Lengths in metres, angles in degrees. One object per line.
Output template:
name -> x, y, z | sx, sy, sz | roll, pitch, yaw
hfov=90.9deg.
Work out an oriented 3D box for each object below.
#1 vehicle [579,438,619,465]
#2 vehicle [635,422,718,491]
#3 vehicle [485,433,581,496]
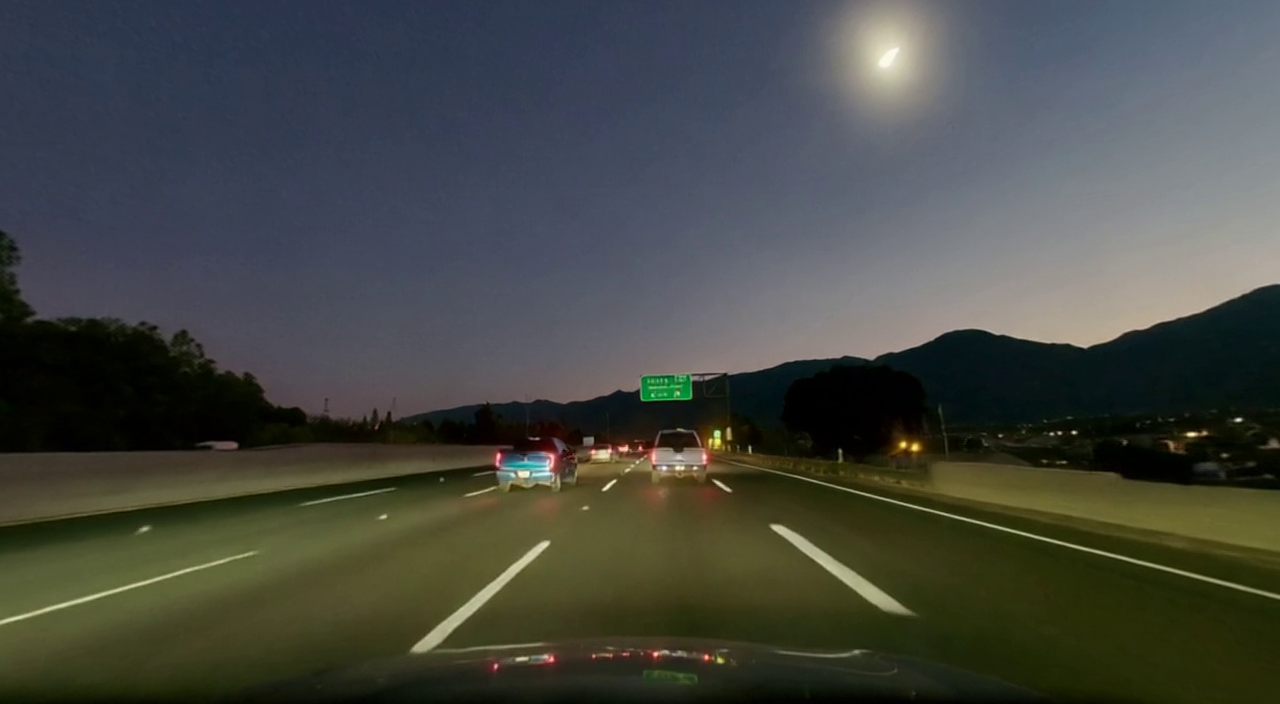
vehicle -> -2.622, 6.487, 41.057 | 2.106, 1.651, 4.040 | -1, -9, 3
vehicle -> 1.050, 3.240, 19.867 | 2.229, 1.837, 5.387 | -1, -8, 1
vehicle -> -2.958, 3.206, 18.345 | 1.959, 1.604, 4.065 | -1, -9, 2
